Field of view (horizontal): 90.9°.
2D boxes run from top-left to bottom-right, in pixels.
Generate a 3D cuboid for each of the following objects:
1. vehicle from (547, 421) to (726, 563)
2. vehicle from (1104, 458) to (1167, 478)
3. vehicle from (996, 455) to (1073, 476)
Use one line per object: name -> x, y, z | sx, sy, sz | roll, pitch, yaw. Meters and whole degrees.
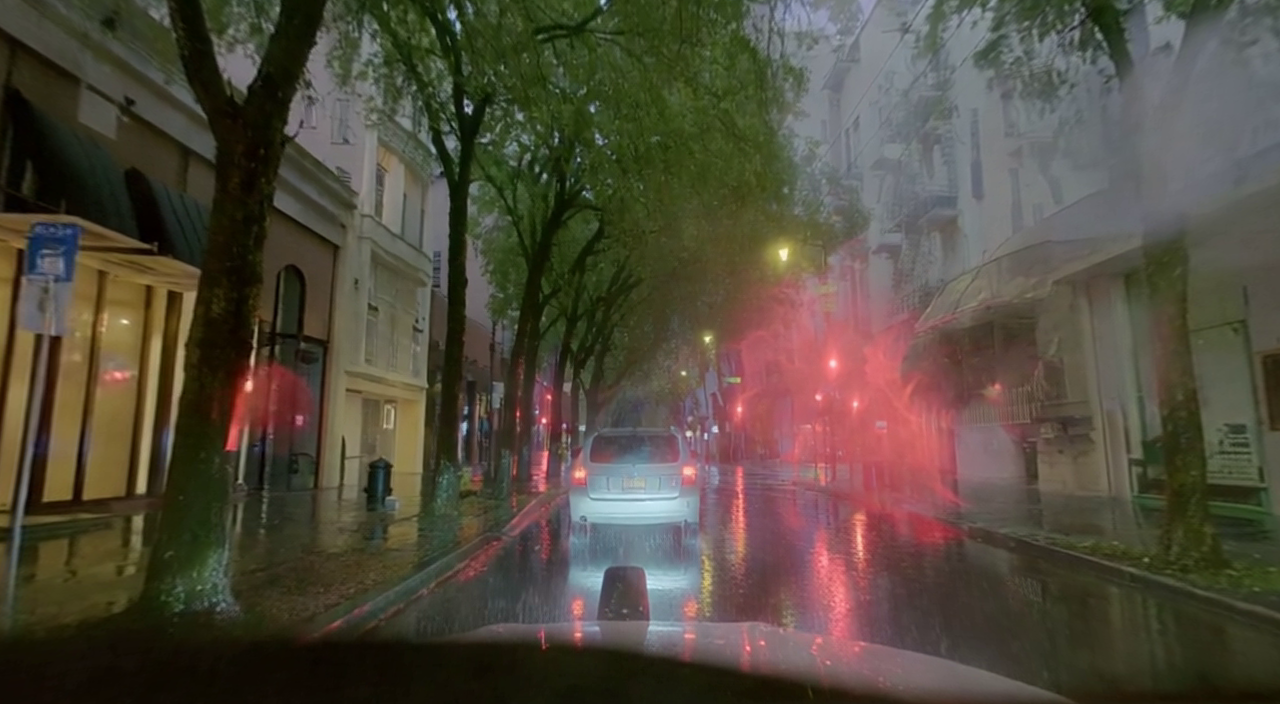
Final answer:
vehicle -> -0.084, 1.912, 9.327 | 2.079, 1.621, 3.861 | 0, -8, -1
vehicle -> 37.462, 8.746, 47.676 | 3.445, 1.363, 1.608 | 2, -9, -1
vehicle -> 29.814, 8.597, 47.723 | 4.668, 1.441, 1.904 | 1, -9, -6
